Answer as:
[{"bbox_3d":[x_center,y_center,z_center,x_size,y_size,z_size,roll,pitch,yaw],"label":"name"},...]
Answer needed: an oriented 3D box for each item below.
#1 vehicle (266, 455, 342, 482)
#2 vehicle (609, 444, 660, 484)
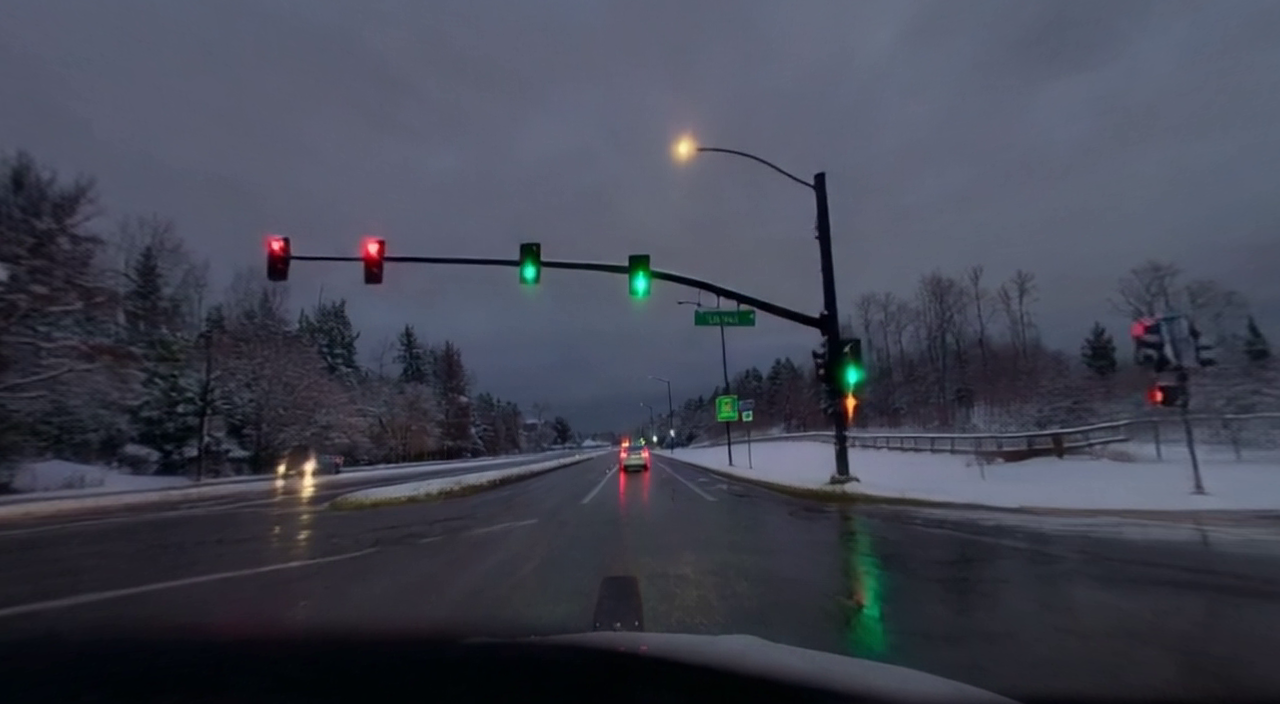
[{"bbox_3d":[-20.981,7.306,39.580,2.175,1.492,4.722,-1,-9,1],"label":"vehicle"},{"bbox_3d":[-0.231,4.587,26.035,1.954,1.469,3.465,-1,-9,0],"label":"vehicle"}]
